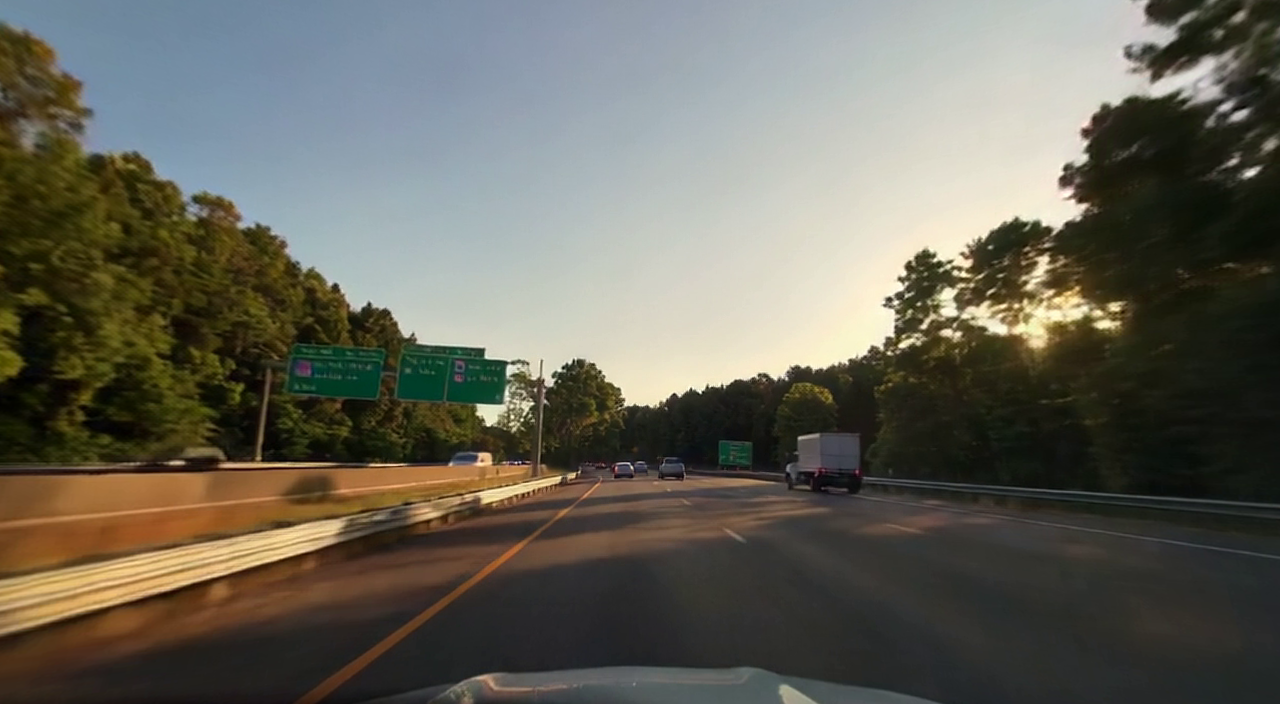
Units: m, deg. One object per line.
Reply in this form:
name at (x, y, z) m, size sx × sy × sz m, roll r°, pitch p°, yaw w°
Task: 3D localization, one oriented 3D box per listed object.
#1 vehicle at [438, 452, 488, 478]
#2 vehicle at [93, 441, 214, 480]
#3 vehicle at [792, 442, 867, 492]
vehicle at (-11.275, 7.281, 40.509) m, size 1.965 × 1.501 × 4.441 m, roll 1°, pitch -10°, yaw -1°
vehicle at (-21.325, 4.829, 27.864) m, size 1.868 × 1.546 × 4.332 m, roll 1°, pitch -10°, yaw -1°
vehicle at (11.210, 6.930, 37.953) m, size 2.398 × 2.721 × 6.295 m, roll 1°, pitch -11°, yaw -2°
